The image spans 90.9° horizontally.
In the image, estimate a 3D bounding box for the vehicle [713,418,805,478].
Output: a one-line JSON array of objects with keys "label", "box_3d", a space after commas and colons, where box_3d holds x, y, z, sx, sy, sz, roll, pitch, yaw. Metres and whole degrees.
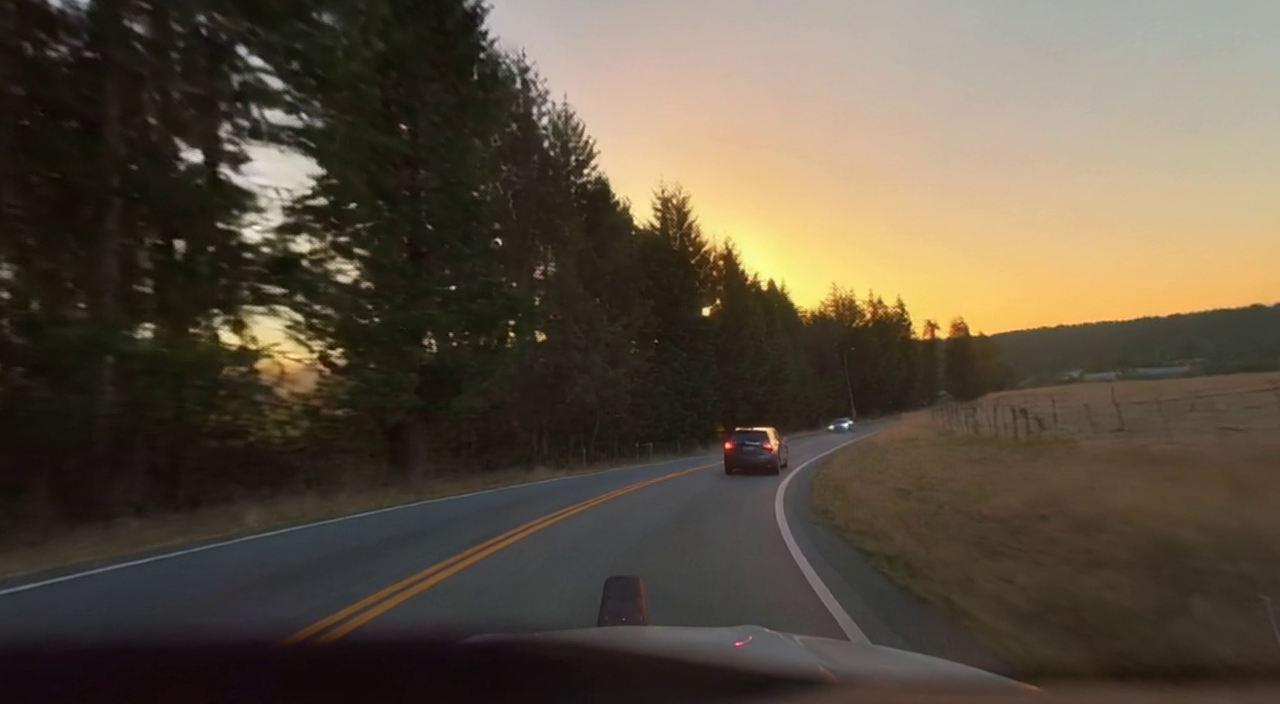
[{"label": "vehicle", "box_3d": [3.733, 2.890, 19.184, 2.274, 1.583, 4.349, -3, -9, 16]}]
